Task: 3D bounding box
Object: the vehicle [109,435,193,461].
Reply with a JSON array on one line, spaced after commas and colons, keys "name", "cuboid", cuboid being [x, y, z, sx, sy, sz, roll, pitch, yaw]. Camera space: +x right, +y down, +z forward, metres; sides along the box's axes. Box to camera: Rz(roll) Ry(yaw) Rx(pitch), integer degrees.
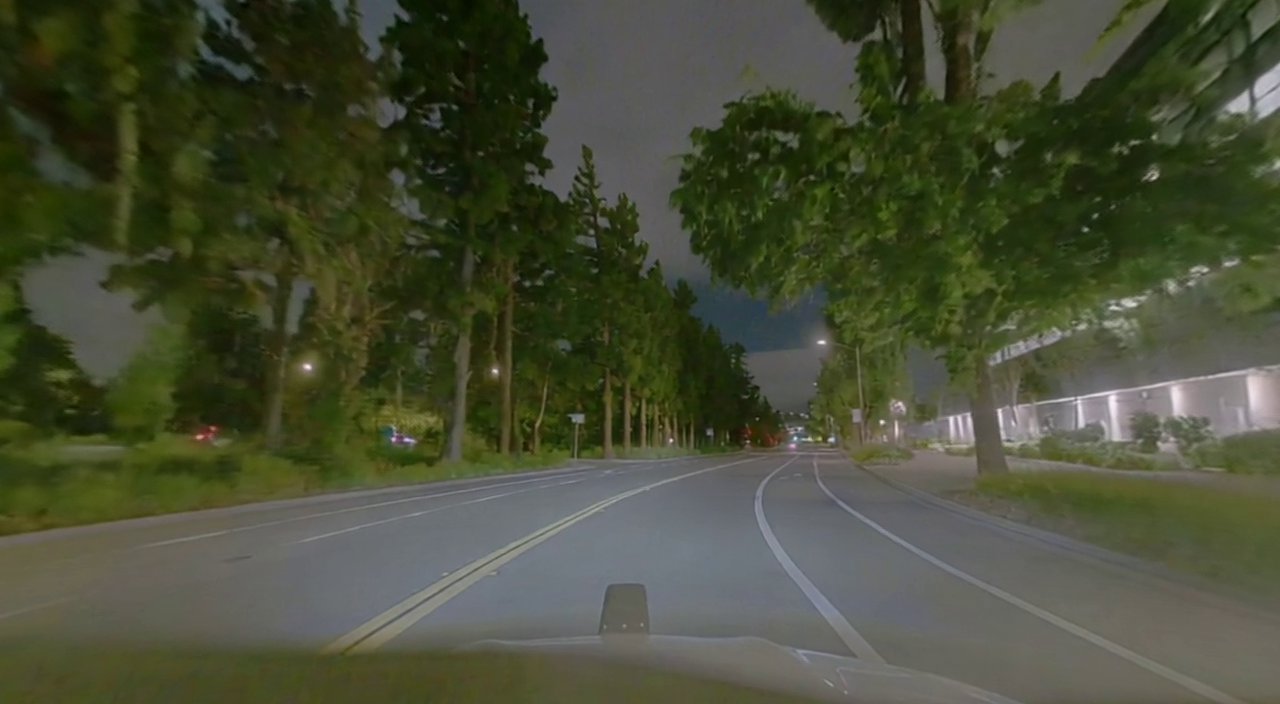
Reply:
[{"name": "vehicle", "cuboid": [-29.112, 5.731, 37.639, 1.680, 1.413, 3.616, -3, -9, 13]}]
